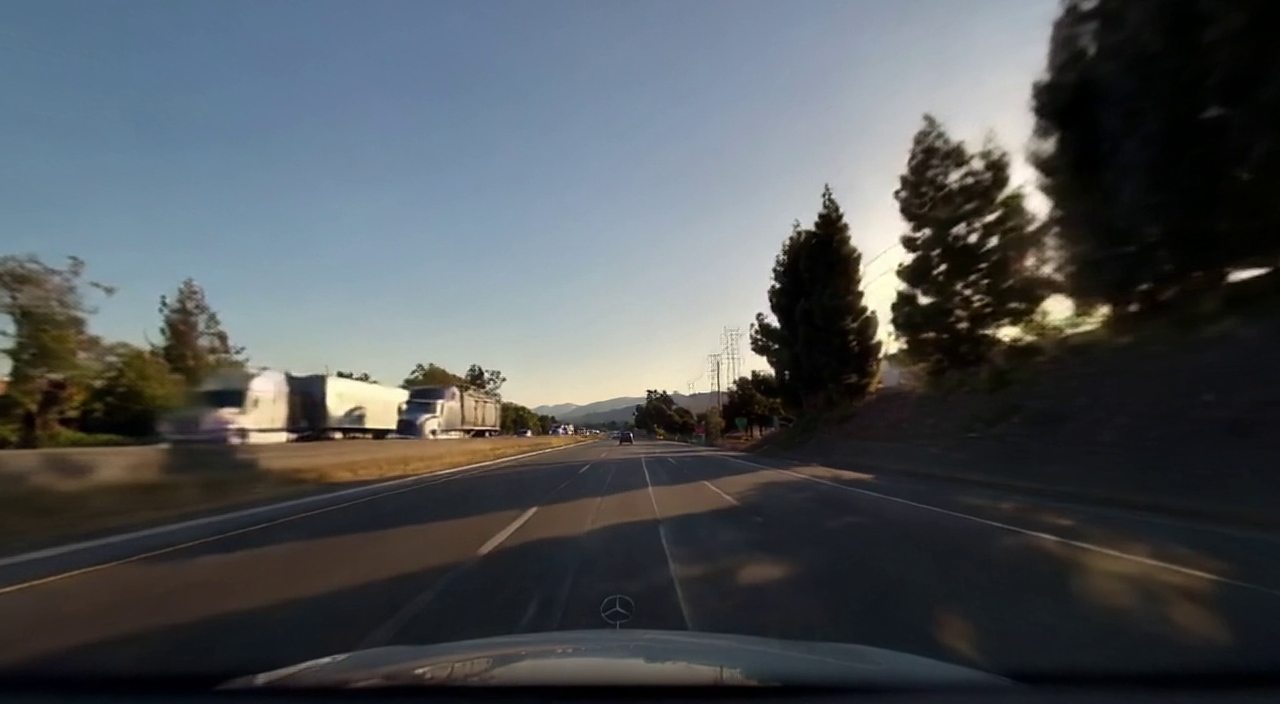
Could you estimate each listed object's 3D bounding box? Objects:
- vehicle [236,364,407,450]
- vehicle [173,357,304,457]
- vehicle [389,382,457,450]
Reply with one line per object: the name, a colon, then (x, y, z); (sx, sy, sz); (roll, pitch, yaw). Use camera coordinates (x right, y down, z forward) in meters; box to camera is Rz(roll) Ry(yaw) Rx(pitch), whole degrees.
vehicle: (-17.114, 3.408, 35.731); (2.755, 3.934, 13.872); (0, -8, -1)
vehicle: (-16.940, 2.406, 26.908); (3.035, 3.958, 3.564); (0, -8, -1)
vehicle: (-12.974, 3.893, 37.907); (2.997, 3.954, 2.796); (0, -8, -1)
